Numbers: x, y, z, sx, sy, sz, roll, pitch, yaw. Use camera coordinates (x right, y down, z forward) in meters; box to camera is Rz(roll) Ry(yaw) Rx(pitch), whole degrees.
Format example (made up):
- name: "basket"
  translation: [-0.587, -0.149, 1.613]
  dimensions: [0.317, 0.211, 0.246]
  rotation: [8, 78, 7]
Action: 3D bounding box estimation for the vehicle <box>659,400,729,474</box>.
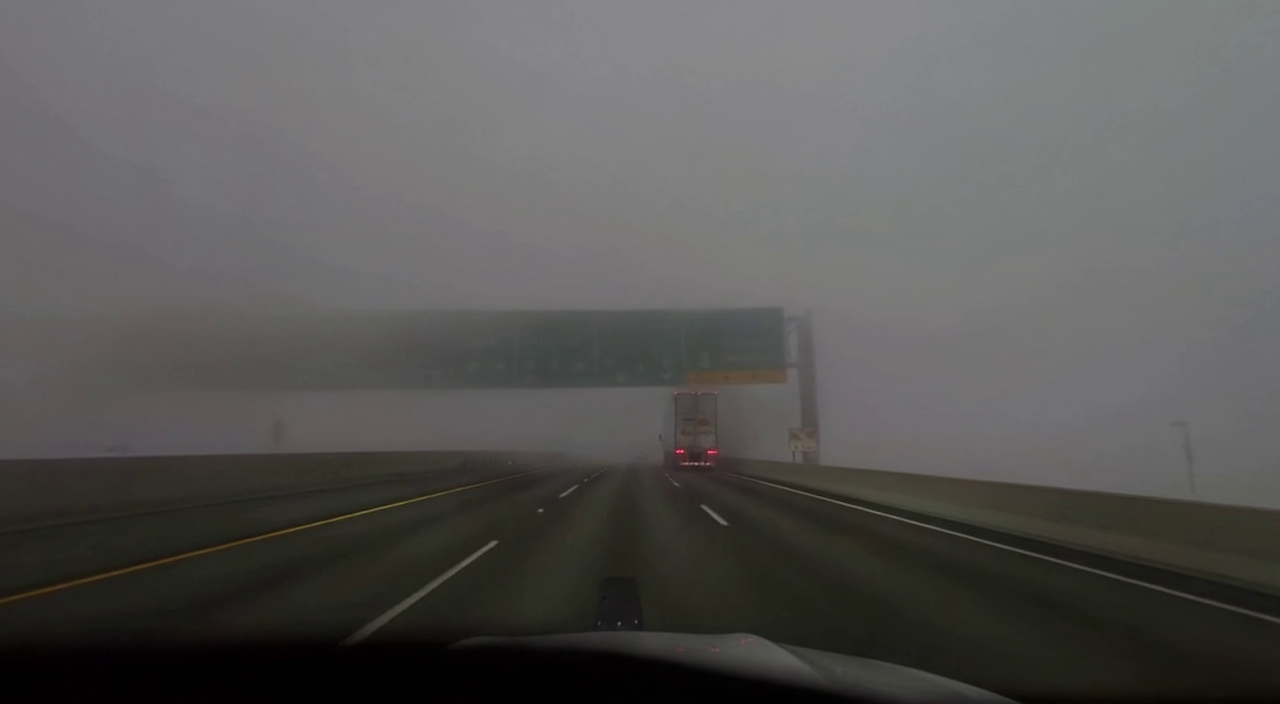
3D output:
- name: "vehicle"
  translation: [3.198, 5.808, 41.889]
  dimensions: [3.244, 4.020, 14.561]
  rotation: [0, -9, 0]
